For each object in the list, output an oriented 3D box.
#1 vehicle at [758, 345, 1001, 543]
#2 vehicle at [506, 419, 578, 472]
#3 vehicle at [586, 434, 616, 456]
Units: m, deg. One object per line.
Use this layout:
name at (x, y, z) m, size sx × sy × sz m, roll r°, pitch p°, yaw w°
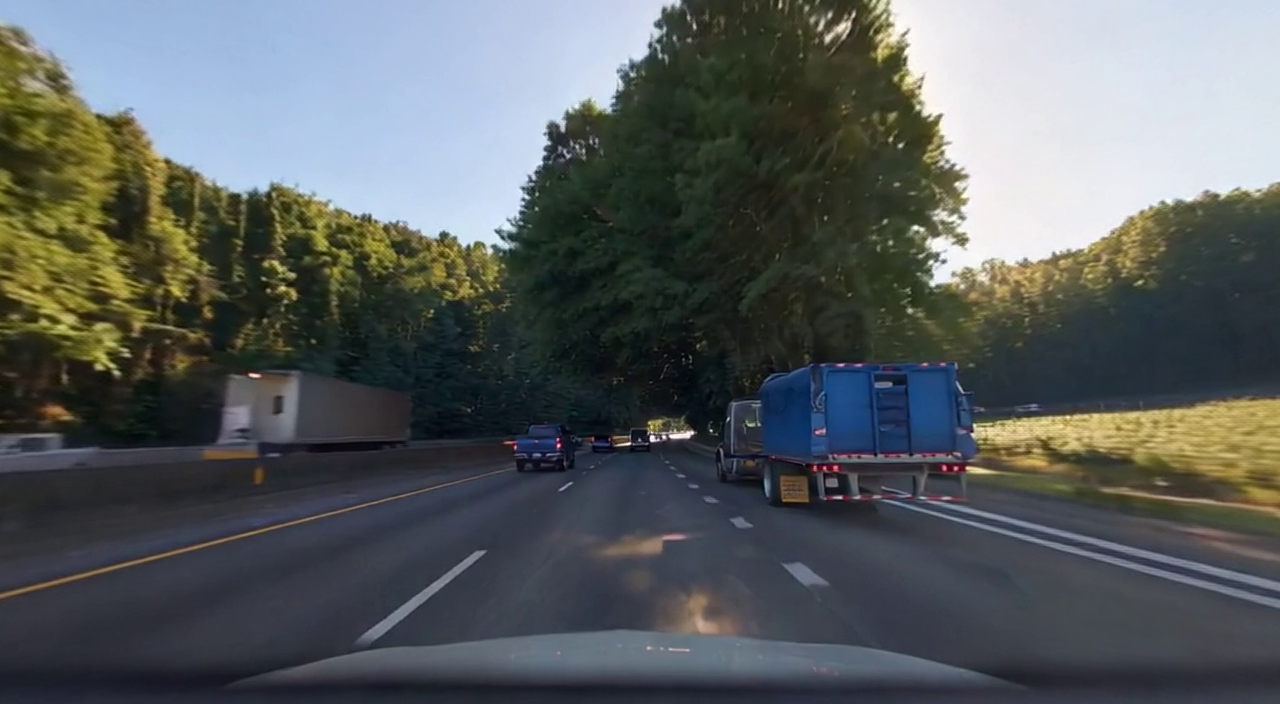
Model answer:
vehicle at (3.500, 1.454, 10.298) m, size 2.256 × 2.568 × 4.049 m, roll 0°, pitch -8°, yaw -1°
vehicle at (-3.889, 3.819, 25.975) m, size 2.204 × 1.991 × 4.720 m, roll 0°, pitch -8°, yaw 0°
vehicle at (-2.944, 7.127, 48.267) m, size 2.008 × 1.588 × 4.147 m, roll 0°, pitch -8°, yaw 1°
